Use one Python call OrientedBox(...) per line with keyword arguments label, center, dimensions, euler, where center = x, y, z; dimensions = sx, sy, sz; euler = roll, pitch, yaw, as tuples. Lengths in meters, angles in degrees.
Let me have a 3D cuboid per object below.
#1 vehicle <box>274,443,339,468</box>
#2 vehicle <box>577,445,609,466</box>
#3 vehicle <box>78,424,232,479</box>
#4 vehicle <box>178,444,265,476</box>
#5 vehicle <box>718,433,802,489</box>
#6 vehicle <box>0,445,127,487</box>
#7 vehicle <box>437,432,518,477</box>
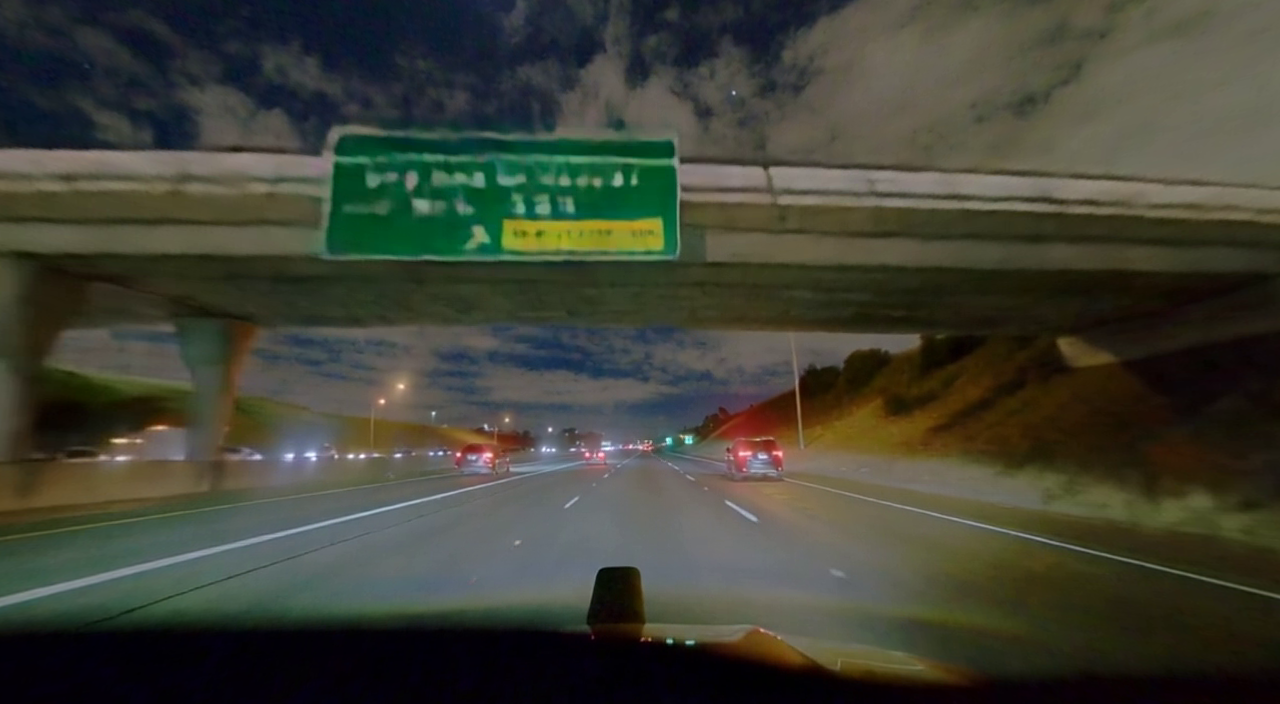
OrientedBox(label="vehicle", center=(-25.206, 7.854, 47.843), dimensions=(2.090, 1.746, 5.035), euler=(0, -9, 0))
OrientedBox(label="vehicle", center=(-3.523, 7.908, 48.290), dimensions=(2.067, 1.528, 4.551), euler=(0, -9, 1))
OrientedBox(label="vehicle", center=(-33.044, 6.863, 43.637), dimensions=(2.868, 3.365, 9.661), euler=(0, -9, 0))
OrientedBox(label="vehicle", center=(-25.458, 6.568, 38.539), dimensions=(2.032, 1.772, 4.753), euler=(0, -9, 0))
OrientedBox(label="vehicle", center=(4.012, 3.721, 21.842), dimensions=(1.990, 1.735, 4.276), euler=(0, -9, -1))
OrientedBox(label="vehicle", center=(-25.418, 4.891, 27.456), dimensions=(1.980, 1.634, 4.800), euler=(0, -9, 0))
OrientedBox(label="vehicle", center=(-7.711, 4.958, 30.563), dimensions=(2.341, 1.959, 5.684), euler=(0, -9, 1))
